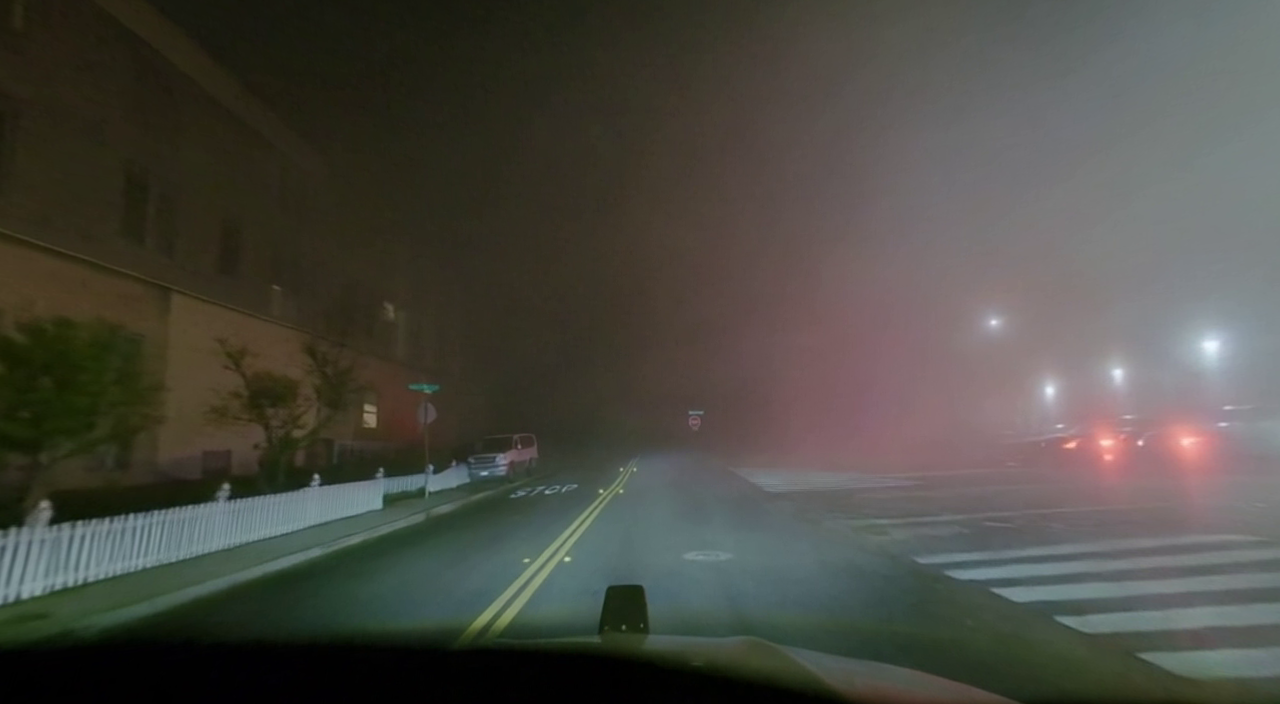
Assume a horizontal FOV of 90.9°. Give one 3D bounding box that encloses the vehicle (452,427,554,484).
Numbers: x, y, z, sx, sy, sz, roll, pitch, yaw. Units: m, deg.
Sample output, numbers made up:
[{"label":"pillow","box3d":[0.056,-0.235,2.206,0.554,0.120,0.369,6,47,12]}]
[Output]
[{"label":"vehicle","box3d":[-5.113,3.944,24.664,2.308,1.899,6.107,-1,-7,3]}]
